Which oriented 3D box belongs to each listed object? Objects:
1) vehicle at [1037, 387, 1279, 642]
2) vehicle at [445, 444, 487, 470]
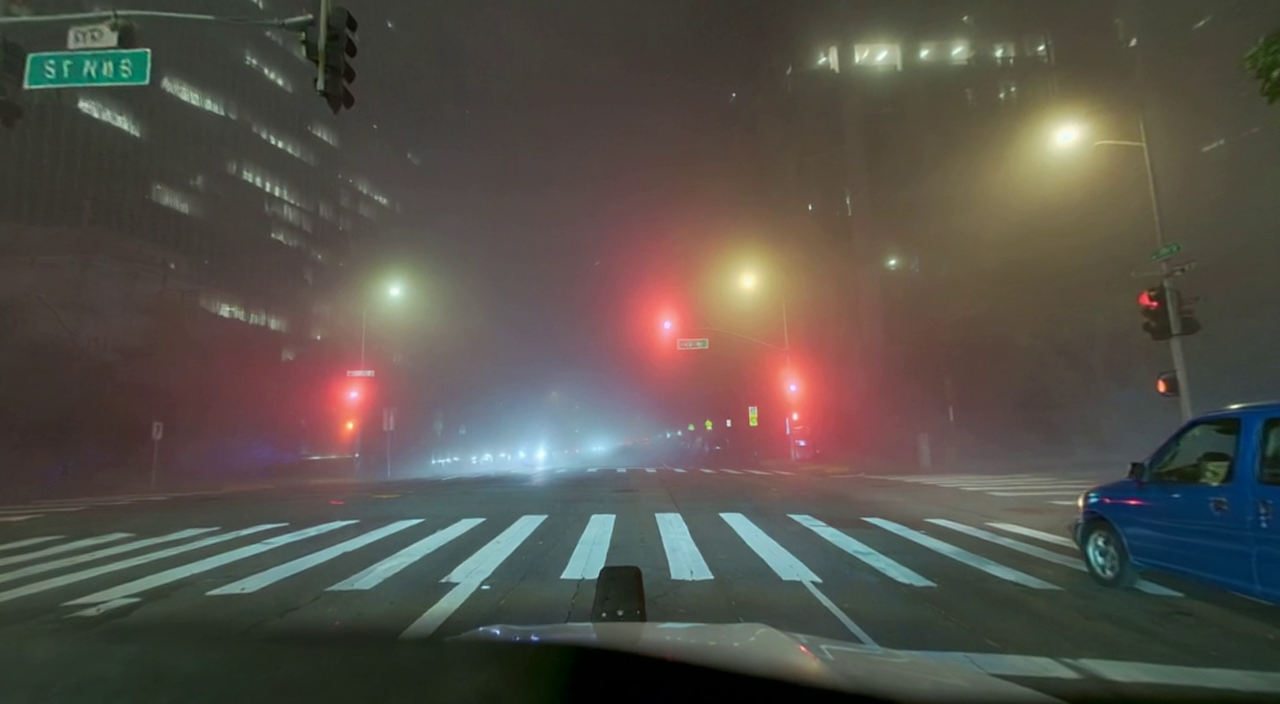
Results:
[{"bbox_3d":[5.618,1.180,4.650,2.070,1.804,4.881,0,-8,-2],"label":"vehicle"},{"bbox_3d":[-12.445,7.502,45.395,1.935,1.639,4.244,-3,-8,-2],"label":"vehicle"}]
